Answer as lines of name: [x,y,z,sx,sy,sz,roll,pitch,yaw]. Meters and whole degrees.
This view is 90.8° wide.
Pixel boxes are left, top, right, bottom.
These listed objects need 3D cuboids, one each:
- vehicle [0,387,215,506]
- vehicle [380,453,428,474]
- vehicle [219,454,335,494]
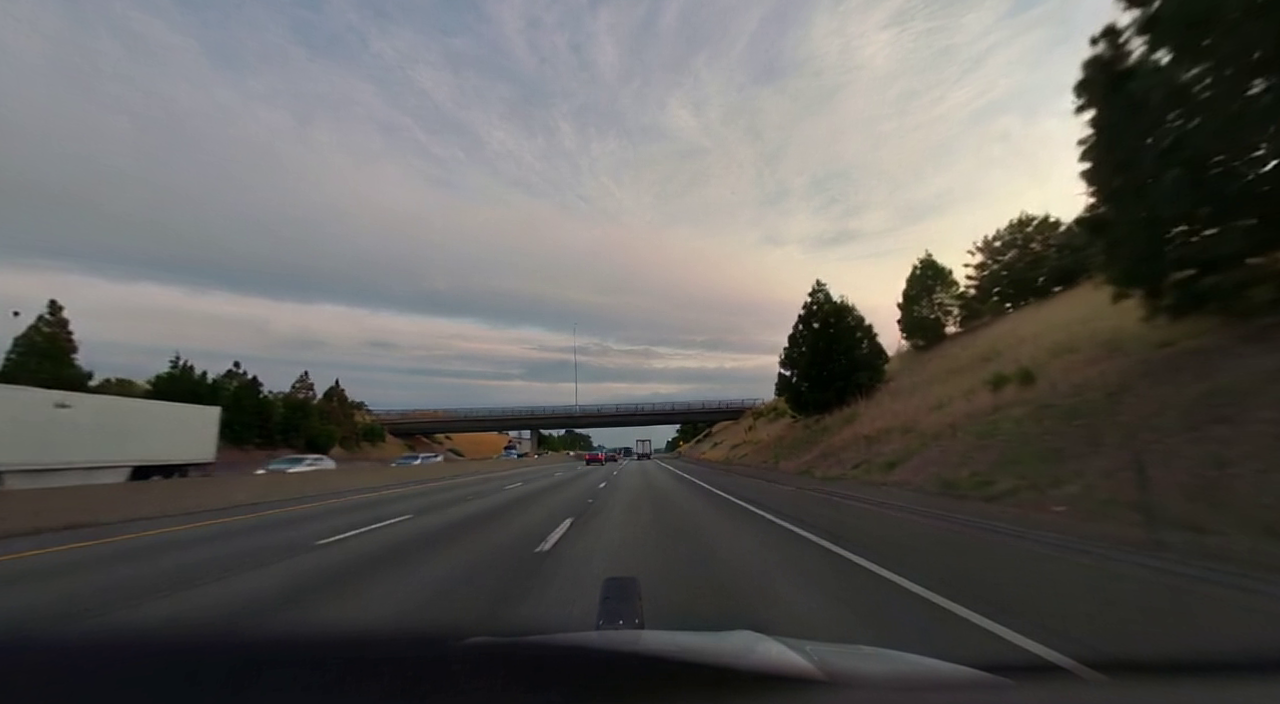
vehicle: [-22.316,3.375,22.437,2.908,3.830,16.795,0,-9,-1]
vehicle: [-18.074,8.561,48.601,1.826,1.491,4.766,0,-9,0]
vehicle: [-14.750,4.962,25.967,2.128,1.471,4.471,0,-9,0]
